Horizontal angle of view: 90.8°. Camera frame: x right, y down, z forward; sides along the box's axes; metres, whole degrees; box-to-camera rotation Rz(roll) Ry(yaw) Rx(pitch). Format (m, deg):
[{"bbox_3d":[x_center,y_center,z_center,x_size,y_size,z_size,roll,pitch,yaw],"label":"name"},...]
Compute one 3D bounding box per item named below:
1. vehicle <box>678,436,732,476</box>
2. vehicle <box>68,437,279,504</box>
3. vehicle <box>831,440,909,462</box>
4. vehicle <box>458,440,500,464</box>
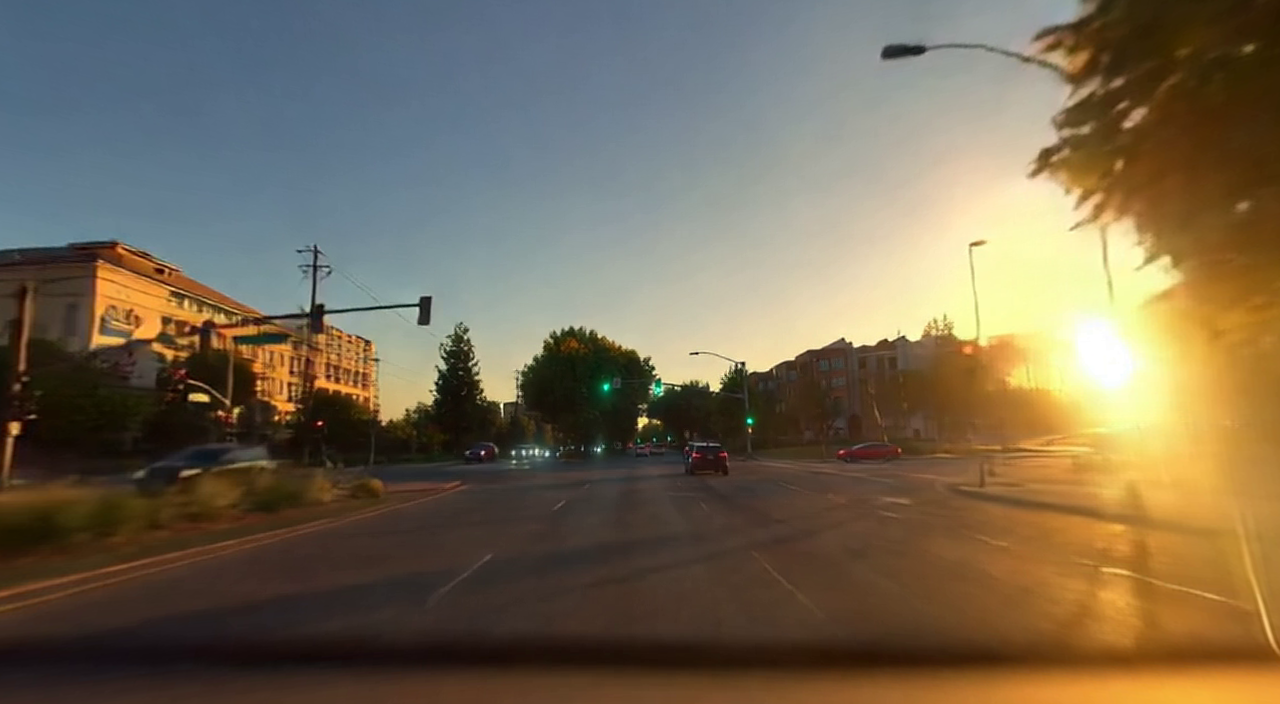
[{"bbox_3d":[3.063,5.026,30.836,2.069,1.761,4.610,0,-9,-1],"label":"vehicle"},{"bbox_3d":[-11.855,3.021,16.574,2.059,1.503,4.483,0,-8,1],"label":"vehicle"},{"bbox_3d":[16.390,7.079,45.238,4.839,1.490,2.134,-1,-9,4],"label":"vehicle"},{"bbox_3d":[-12.213,7.635,48.315,1.951,1.759,4.518,0,-9,1],"label":"vehicle"}]
